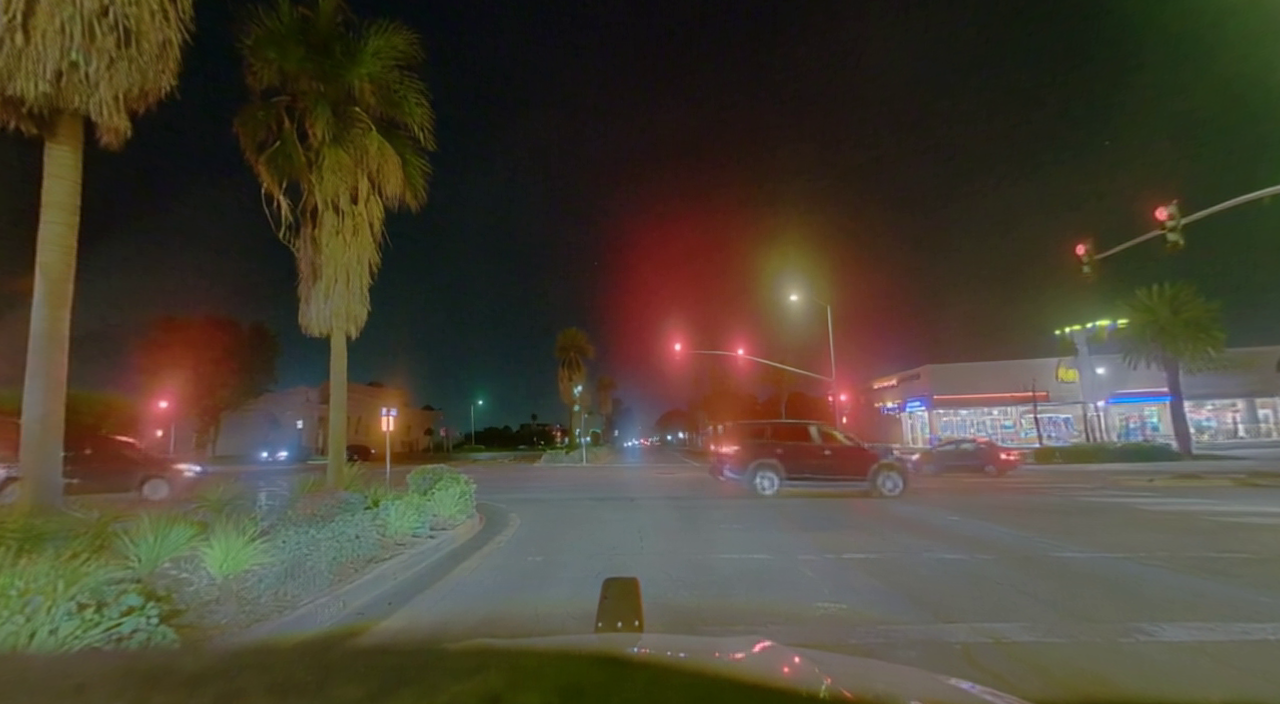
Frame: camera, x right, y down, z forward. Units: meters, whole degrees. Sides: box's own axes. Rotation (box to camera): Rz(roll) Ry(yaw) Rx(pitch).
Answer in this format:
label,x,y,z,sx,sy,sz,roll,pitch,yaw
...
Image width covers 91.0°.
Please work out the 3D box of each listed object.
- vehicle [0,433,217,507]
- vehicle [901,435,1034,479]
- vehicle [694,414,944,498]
label,x,y,z,sx,sy,sz,roll,pitch,yaw
vehicle,-14.054,2.962,16.088,4.854,1.699,2.152,3,-9,-18
vehicle,13.631,4.406,26.573,4.722,1.717,2.000,-3,-9,23
vehicle,4.378,2.630,16.109,5.619,1.951,2.321,1,-8,-5
